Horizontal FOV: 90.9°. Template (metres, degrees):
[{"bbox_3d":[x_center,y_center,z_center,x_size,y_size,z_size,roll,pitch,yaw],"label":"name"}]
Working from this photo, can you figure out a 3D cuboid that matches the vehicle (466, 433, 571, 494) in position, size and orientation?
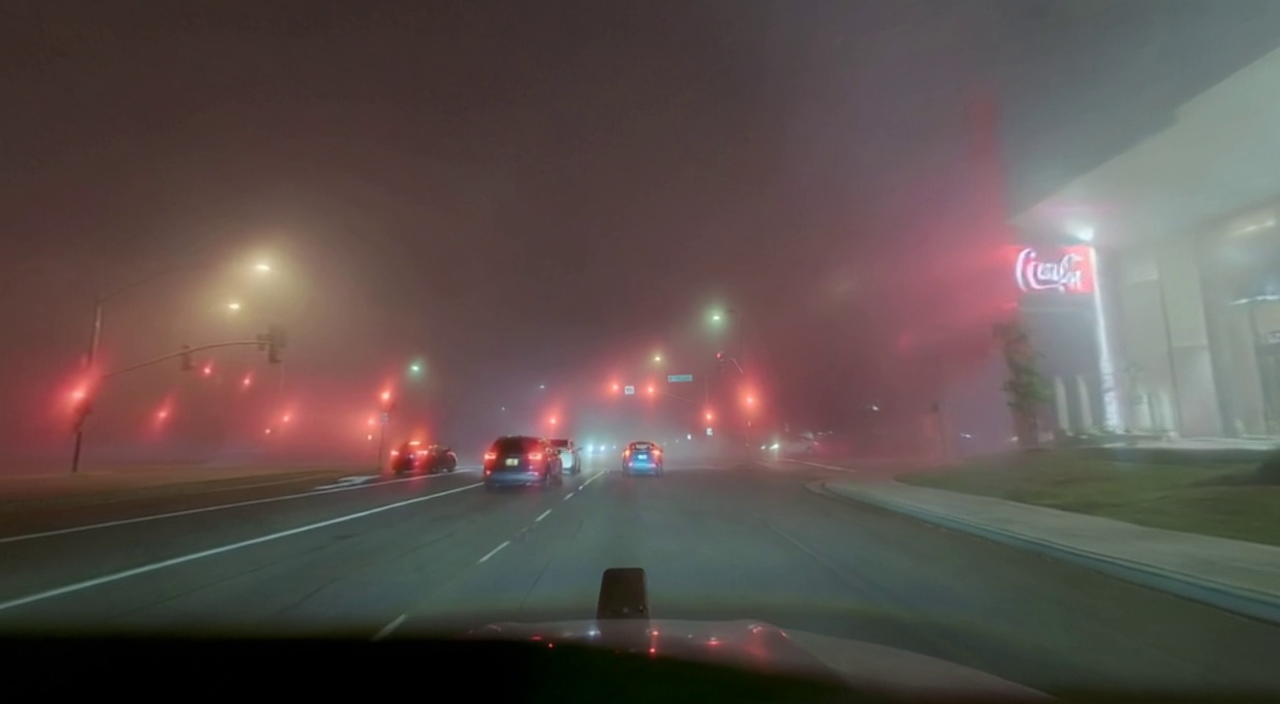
[{"bbox_3d":[-3.308,3.139,18.096,2.029,1.517,4.375,0,-9,2],"label":"vehicle"}]

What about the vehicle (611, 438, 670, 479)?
[{"bbox_3d":[0.099,4.353,26.099,2.258,1.507,3.896,-1,-8,3],"label":"vehicle"}]

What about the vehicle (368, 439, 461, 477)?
[{"bbox_3d":[-9.563,4.523,27.140,2.096,1.474,4.585,-1,-9,3],"label":"vehicle"}]
